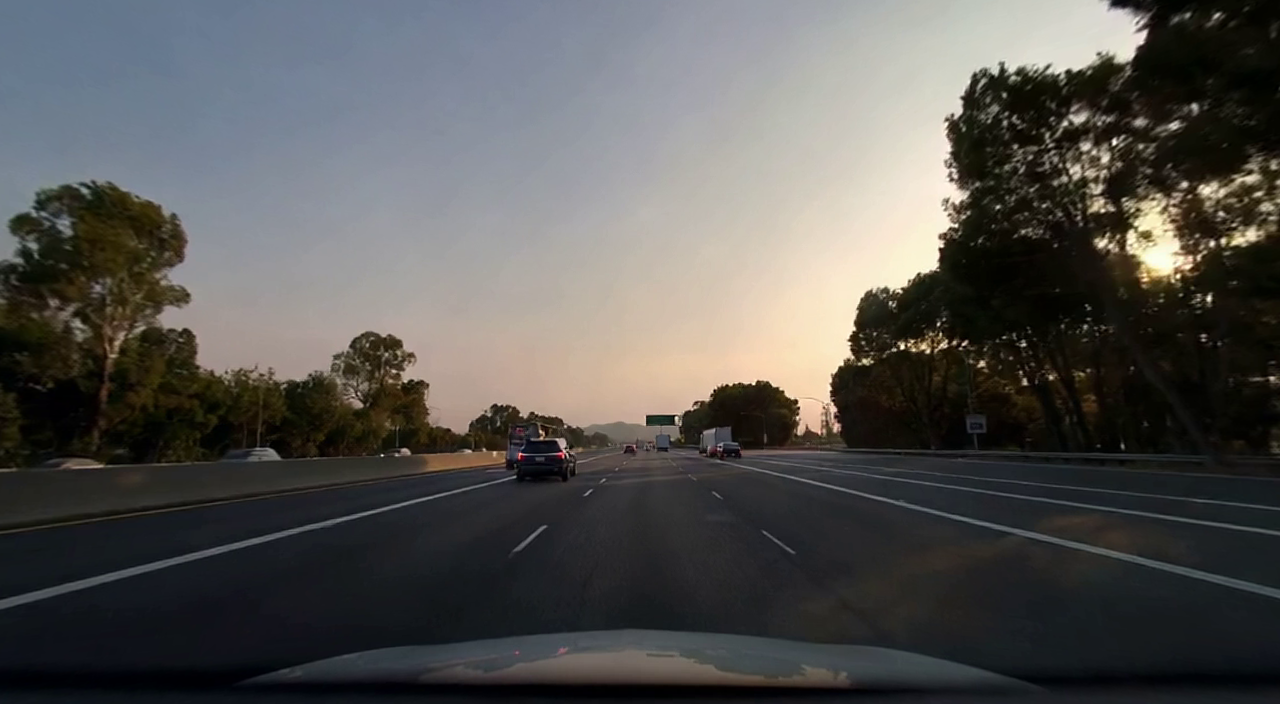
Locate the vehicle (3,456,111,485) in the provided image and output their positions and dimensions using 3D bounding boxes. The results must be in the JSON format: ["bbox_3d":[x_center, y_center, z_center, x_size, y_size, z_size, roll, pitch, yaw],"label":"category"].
[{"bbox_3d":[-34.556,7.011,37.560,1.896,1.474,4.657,0,-8,2],"label":"vehicle"}]

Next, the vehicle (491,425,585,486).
[{"bbox_3d":[-3.567,3.771,23.275,2.453,1.952,5.320,0,-8,2],"label":"vehicle"}]

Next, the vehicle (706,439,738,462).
[{"bbox_3d":[6.427,7.747,49.642,2.063,1.706,4.259,0,-8,1],"label":"vehicle"}]

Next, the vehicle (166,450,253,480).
[{"bbox_3d":[-24.962,6.552,36.775,1.864,1.600,4.467,0,-8,1],"label":"vehicle"}]
